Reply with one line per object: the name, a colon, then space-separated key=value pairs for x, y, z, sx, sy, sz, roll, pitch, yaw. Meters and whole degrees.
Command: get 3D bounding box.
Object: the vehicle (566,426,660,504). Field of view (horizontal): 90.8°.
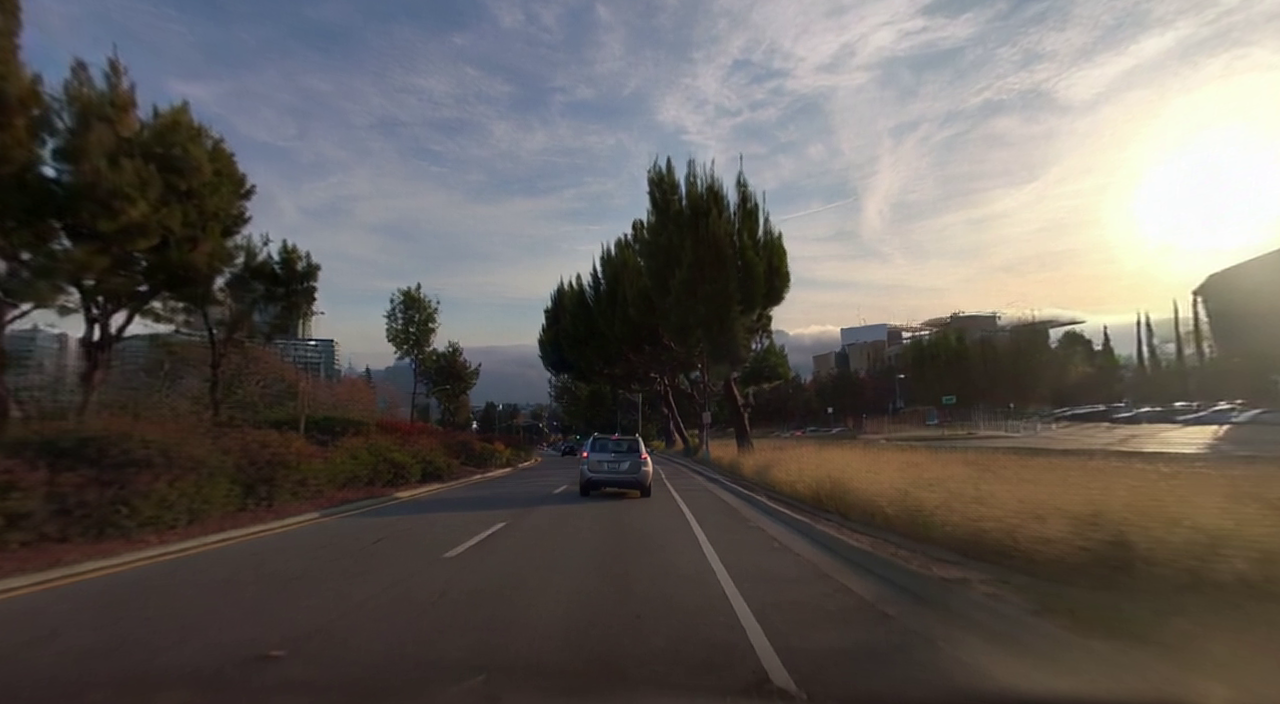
vehicle: x=-0.626 y=2.874 z=16.471 sx=2.131 sy=1.761 sz=4.242 roll=0 pitch=-8 yaw=-1
